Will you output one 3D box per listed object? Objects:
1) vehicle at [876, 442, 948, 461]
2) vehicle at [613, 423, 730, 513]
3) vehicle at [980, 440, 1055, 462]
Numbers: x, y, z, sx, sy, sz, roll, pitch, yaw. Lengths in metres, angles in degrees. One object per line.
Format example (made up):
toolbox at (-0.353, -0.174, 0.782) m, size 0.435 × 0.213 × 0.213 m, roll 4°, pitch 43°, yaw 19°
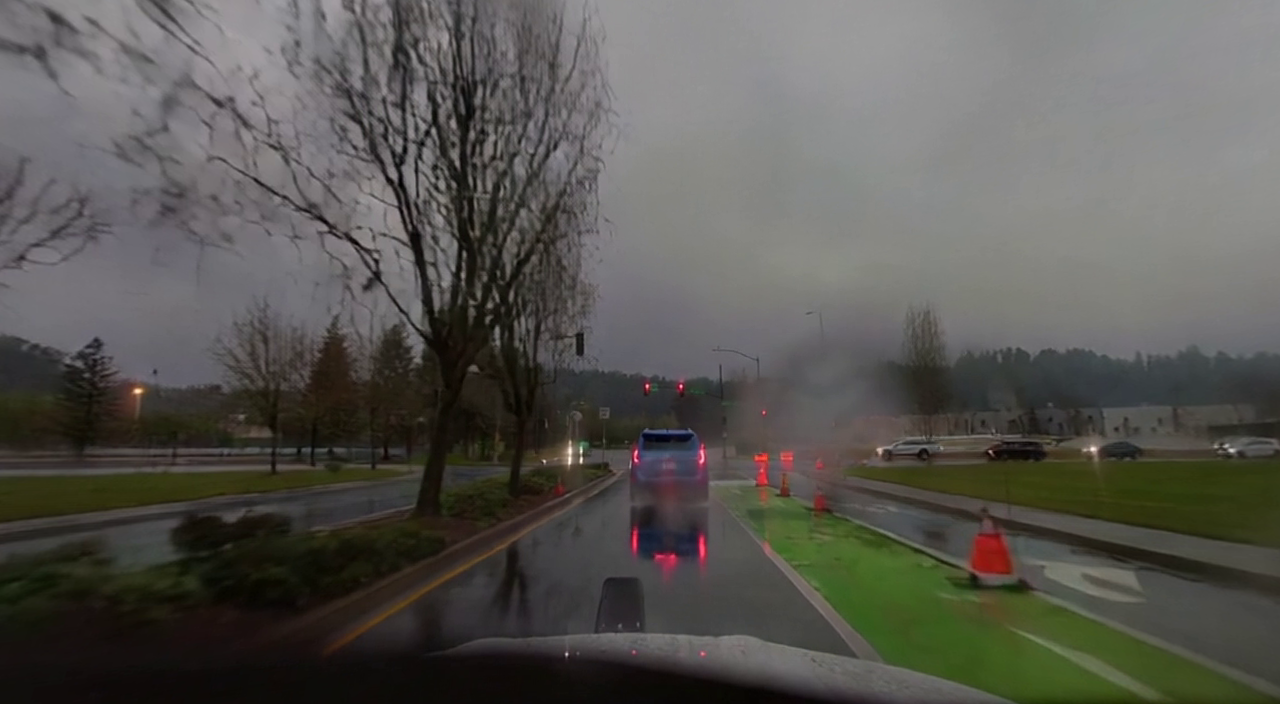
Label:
vehicle at (20.346, 7.474, 47.334) m, size 4.492 × 1.422 × 1.961 m, roll 0°, pitch -9°, yaw 1°
vehicle at (0.682, 2.675, 15.043) m, size 2.339 × 1.790 × 4.629 m, roll 0°, pitch -9°, yaw 1°
vehicle at (28.164, 7.415, 47.229) m, size 4.343 × 1.518 × 1.845 m, roll 0°, pitch -10°, yaw -1°
